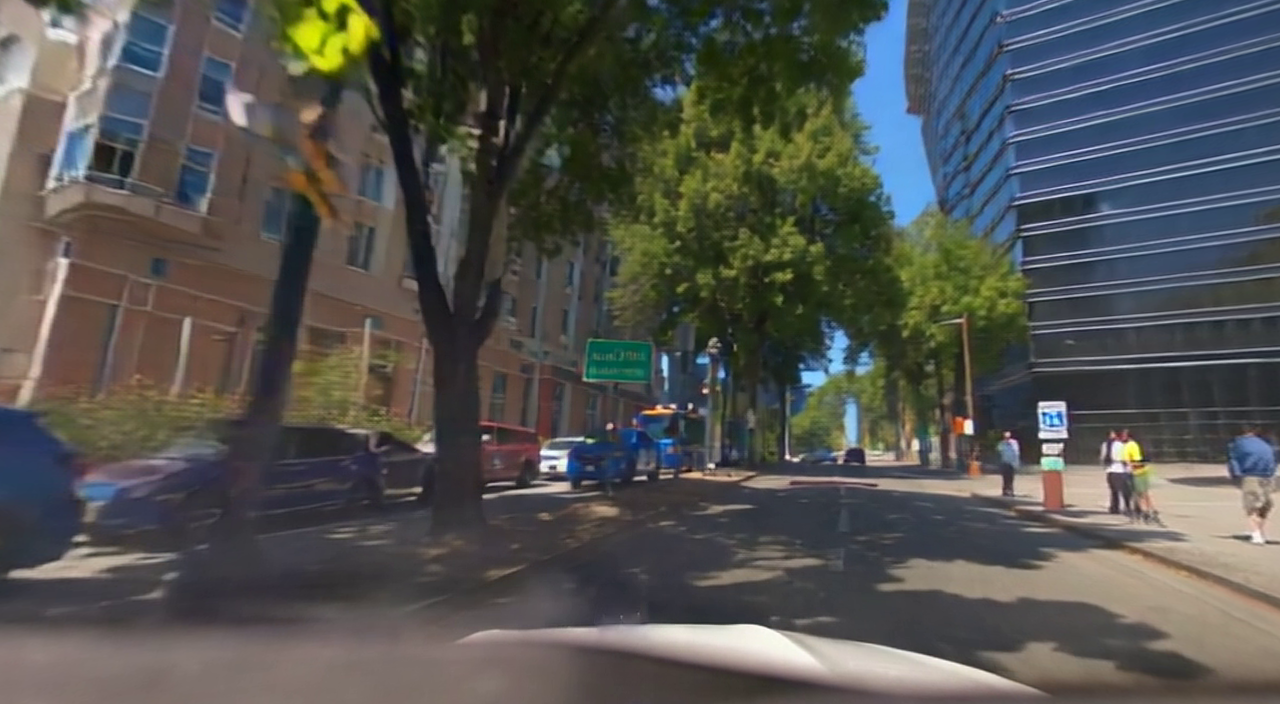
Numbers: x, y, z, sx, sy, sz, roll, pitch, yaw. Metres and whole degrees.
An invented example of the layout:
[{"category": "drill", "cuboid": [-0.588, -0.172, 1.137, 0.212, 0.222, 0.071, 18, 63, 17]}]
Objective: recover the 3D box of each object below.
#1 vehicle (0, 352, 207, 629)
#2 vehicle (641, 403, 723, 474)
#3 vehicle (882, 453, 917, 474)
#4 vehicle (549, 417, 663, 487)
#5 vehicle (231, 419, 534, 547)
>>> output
[{"category": "vehicle", "cuboid": [-5.508, 0.794, 3.434, 2.053, 1.798, 4.841, -3, -9, 17]}, {"category": "vehicle", "cuboid": [1.958, 3.769, 27.255, 2.268, 2.708, 5.699, -3, -9, 17]}, {"category": "vehicle", "cuboid": [20.013, 8.582, 48.850, 1.888, 1.536, 4.381, -2, -9, 15]}, {"category": "vehicle", "cuboid": [-0.864, 3.049, 19.328, 1.988, 1.855, 4.599, -3, -9, 17]}, {"category": "vehicle", "cuboid": [-3.571, 1.919, 9.938, 1.826, 1.488, 4.628, -3, -9, 17]}]
